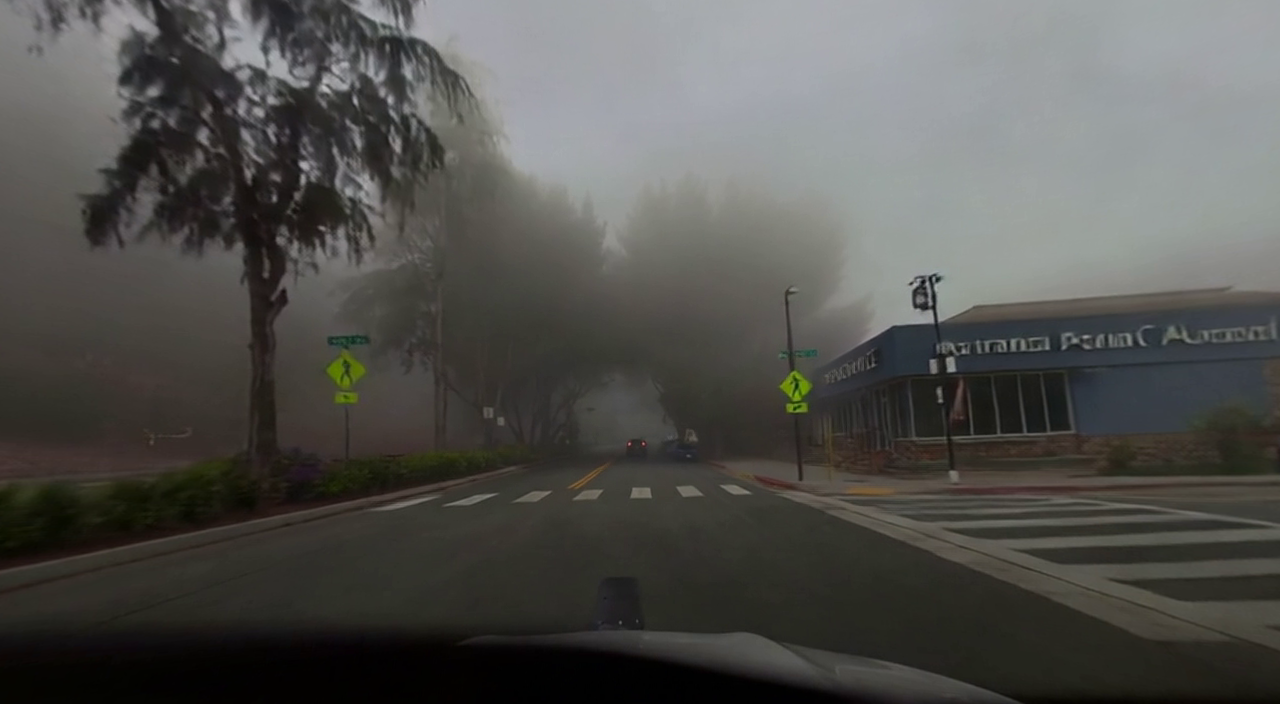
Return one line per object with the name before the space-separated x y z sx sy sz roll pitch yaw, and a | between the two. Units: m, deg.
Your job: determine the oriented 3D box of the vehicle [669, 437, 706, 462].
vehicle | 3.042 6.377 41.267 2.152 1.527 4.010 0 -9 0
